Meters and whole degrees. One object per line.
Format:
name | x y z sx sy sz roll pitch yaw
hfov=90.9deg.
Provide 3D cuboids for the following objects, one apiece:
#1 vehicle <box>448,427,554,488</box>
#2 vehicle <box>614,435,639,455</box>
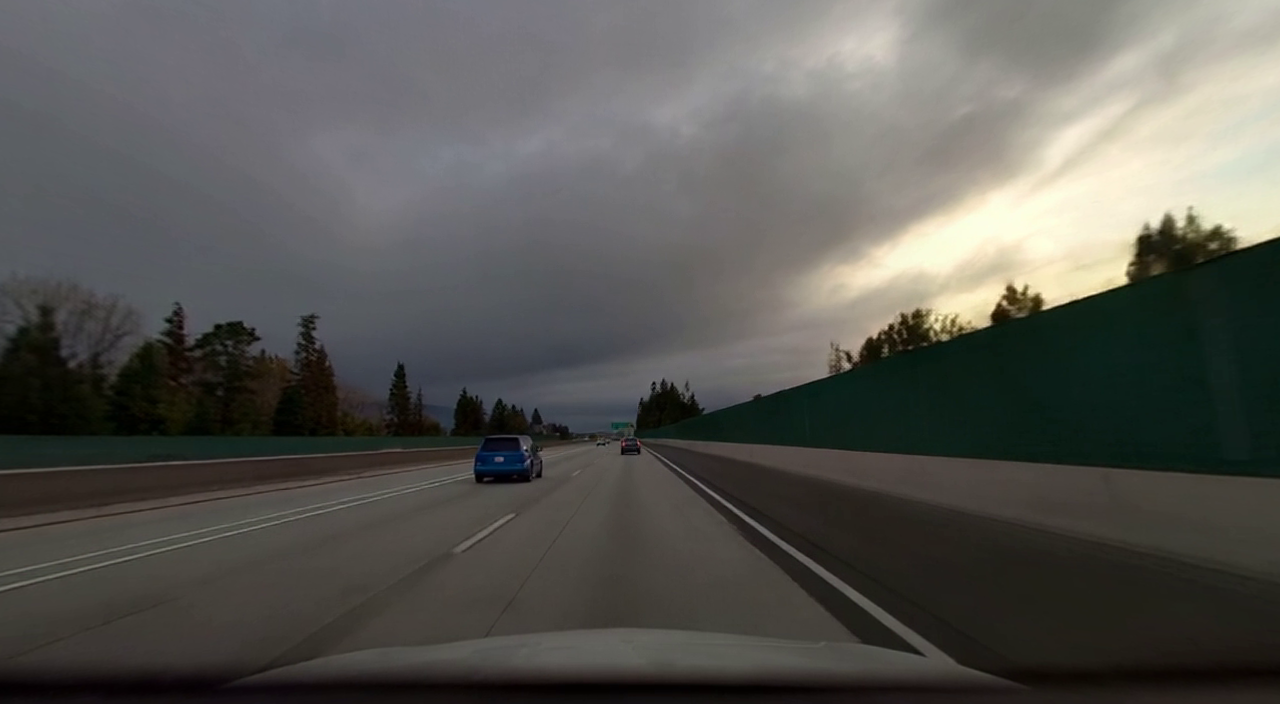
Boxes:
vehicle | -3.909 3.037 18.656 2.072 1.545 4.767 0 -8 0
vehicle | -0.980 6.844 46.524 1.836 1.450 3.519 0 -8 -1
